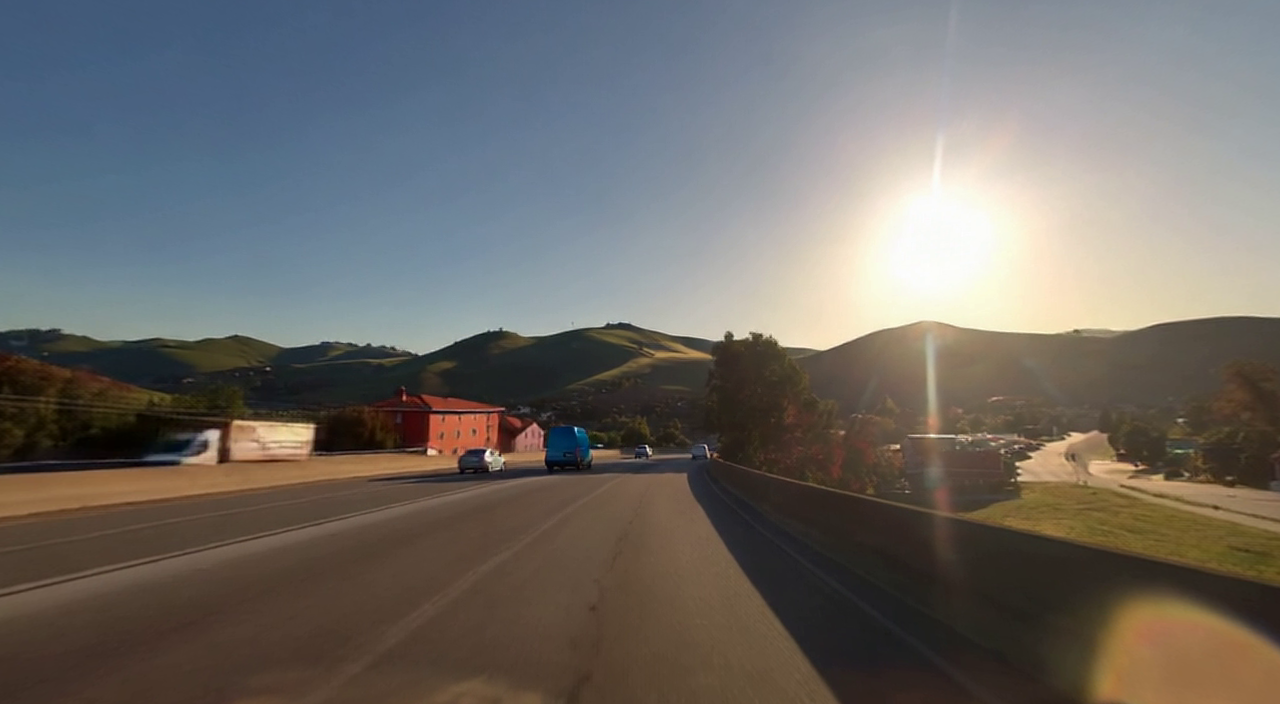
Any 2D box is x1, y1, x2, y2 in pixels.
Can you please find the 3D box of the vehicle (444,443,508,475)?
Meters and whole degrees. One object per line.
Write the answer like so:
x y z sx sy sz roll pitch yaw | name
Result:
-8.471 5.561 33.093 1.821 1.524 4.342 -1 -9 6 | vehicle

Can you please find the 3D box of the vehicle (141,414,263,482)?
-28.328 6.280 41.297 3.004 4.015 6.271 -1 -9 4 | vehicle

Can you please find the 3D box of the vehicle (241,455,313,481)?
-23.631 7.558 41.358 1.840 1.530 4.453 -1 -9 4 | vehicle

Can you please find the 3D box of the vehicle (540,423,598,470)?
-4.351 6.046 40.245 2.314 2.703 6.441 -1 -9 6 | vehicle
